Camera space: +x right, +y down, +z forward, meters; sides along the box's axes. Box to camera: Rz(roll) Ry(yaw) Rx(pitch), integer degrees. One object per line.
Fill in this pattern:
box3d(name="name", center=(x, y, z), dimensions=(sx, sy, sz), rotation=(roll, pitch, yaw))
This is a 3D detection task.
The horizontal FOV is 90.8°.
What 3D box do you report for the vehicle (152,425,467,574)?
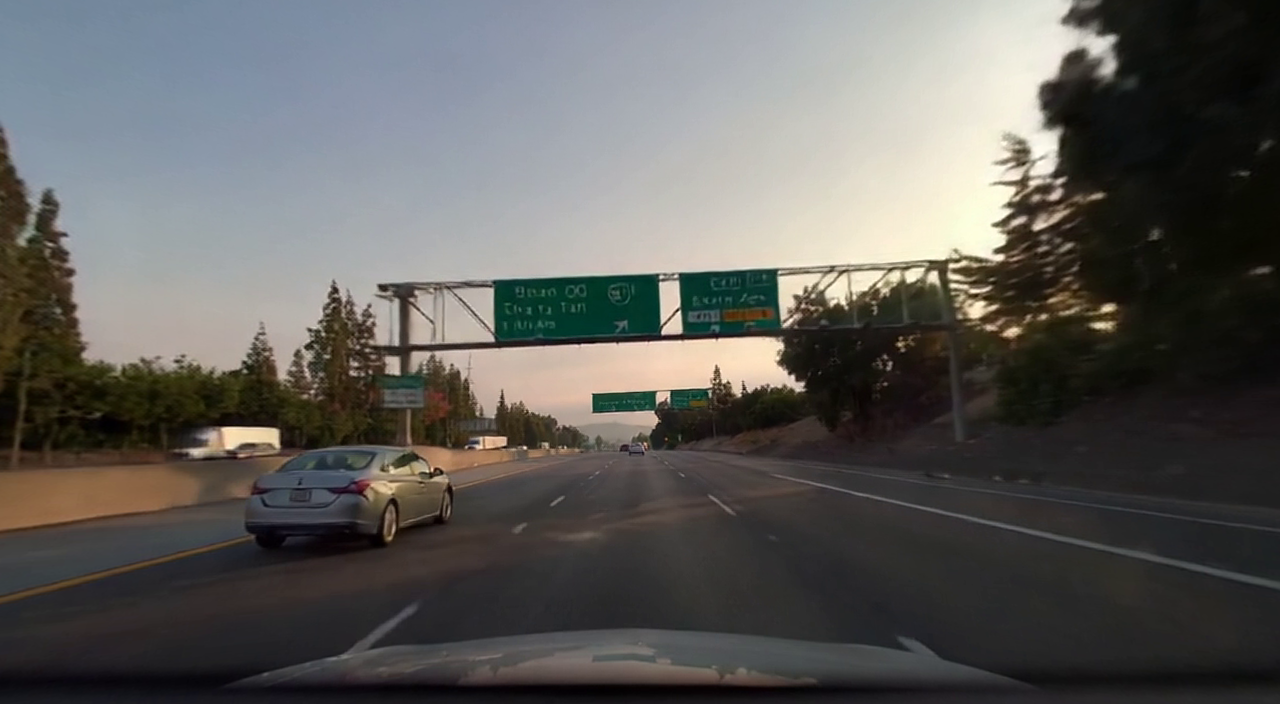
box3d(name="vehicle", center=(-4.079, 1.867, 8.837), dimensions=(2.050, 1.547, 4.266), rotation=(0, -8, 1))
